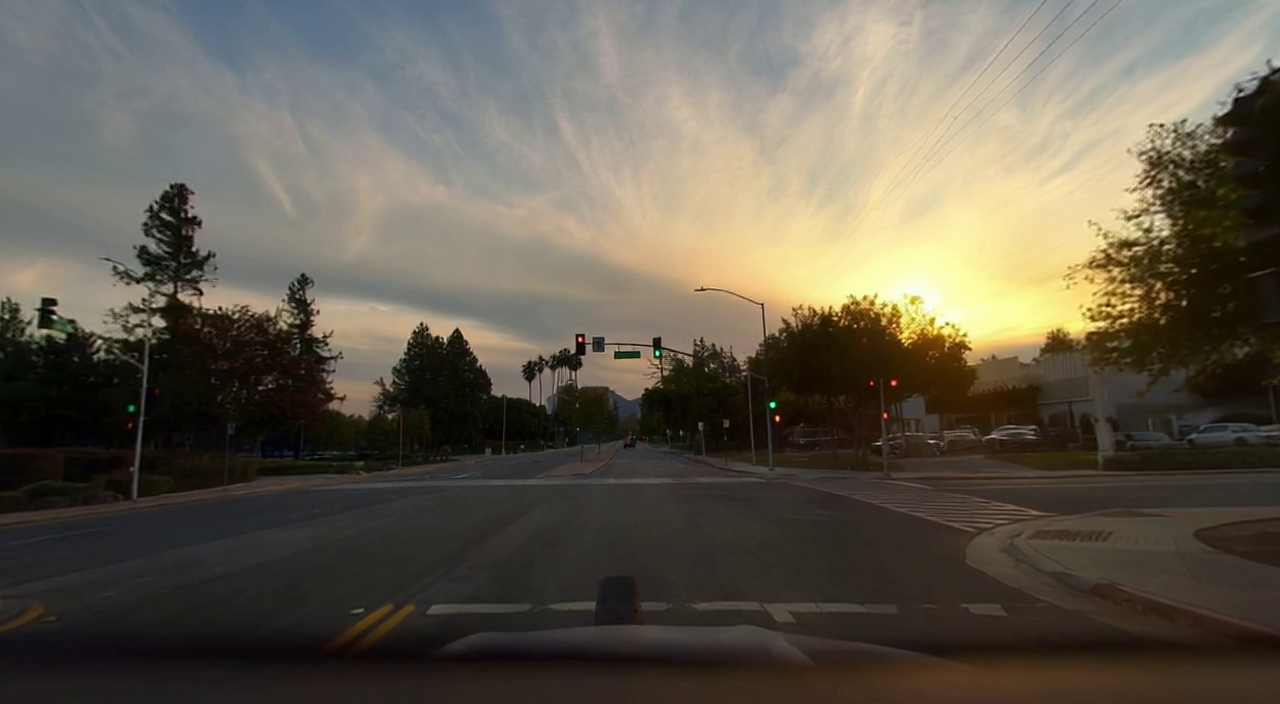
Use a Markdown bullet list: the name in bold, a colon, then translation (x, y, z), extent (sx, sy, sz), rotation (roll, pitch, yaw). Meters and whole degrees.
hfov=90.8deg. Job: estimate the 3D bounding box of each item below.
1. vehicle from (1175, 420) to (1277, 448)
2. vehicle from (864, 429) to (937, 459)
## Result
- **vehicle**: translation (34.096, 4.818, 36.939), extent (1.832, 1.521, 4.266), rotation (0, -9, 0)
- **vehicle**: translation (14.959, 5.335, 36.573), extent (1.959, 1.471, 4.570), rotation (-4, -8, -5)
